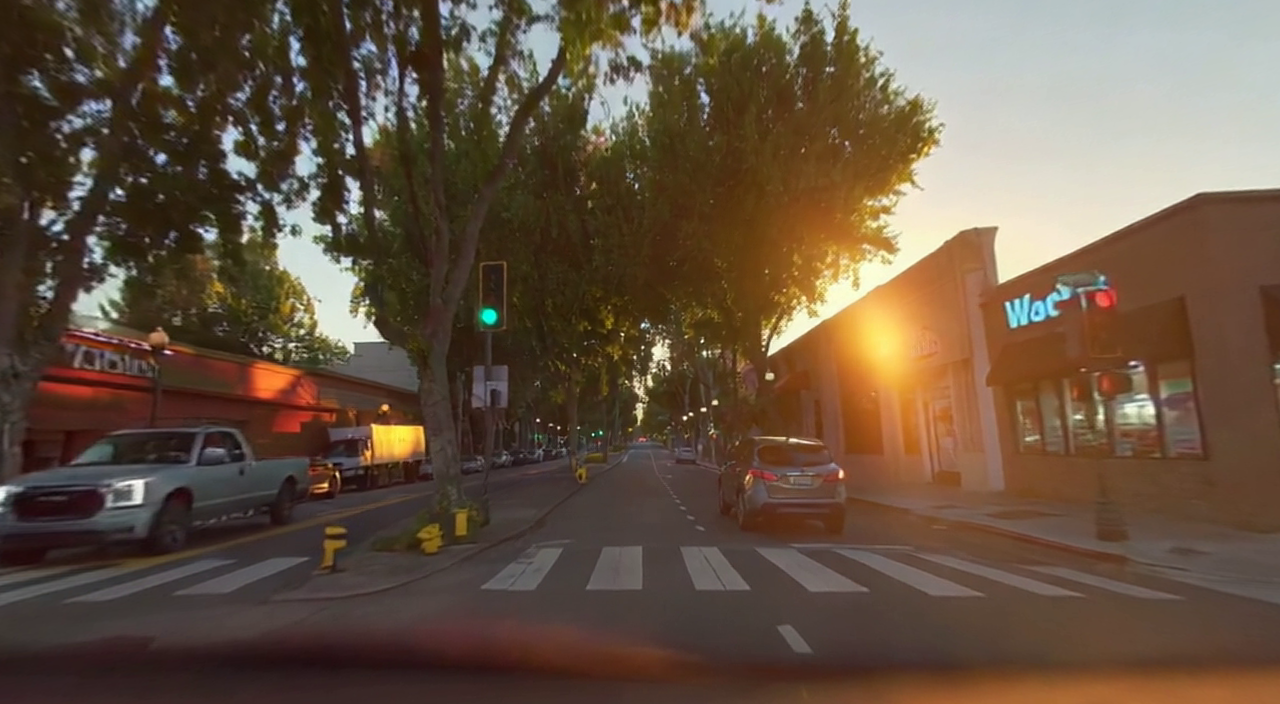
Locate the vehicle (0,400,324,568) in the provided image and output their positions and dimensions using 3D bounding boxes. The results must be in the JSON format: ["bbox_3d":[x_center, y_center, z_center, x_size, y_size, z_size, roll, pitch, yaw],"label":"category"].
[{"bbox_3d":[-8.691,2.241,11.809,2.489,2.323,5.843,0,-8,0],"label":"vehicle"}]

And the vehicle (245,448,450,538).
[{"bbox_3d":[-5.624,2.722,12.948,1.983,1.438,4.559,0,-8,0],"label":"vehicle"}]

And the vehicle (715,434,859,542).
[{"bbox_3d":[2.458,2.314,11.286,1.822,1.654,2.794,0,-8,-1],"label":"vehicle"}]
